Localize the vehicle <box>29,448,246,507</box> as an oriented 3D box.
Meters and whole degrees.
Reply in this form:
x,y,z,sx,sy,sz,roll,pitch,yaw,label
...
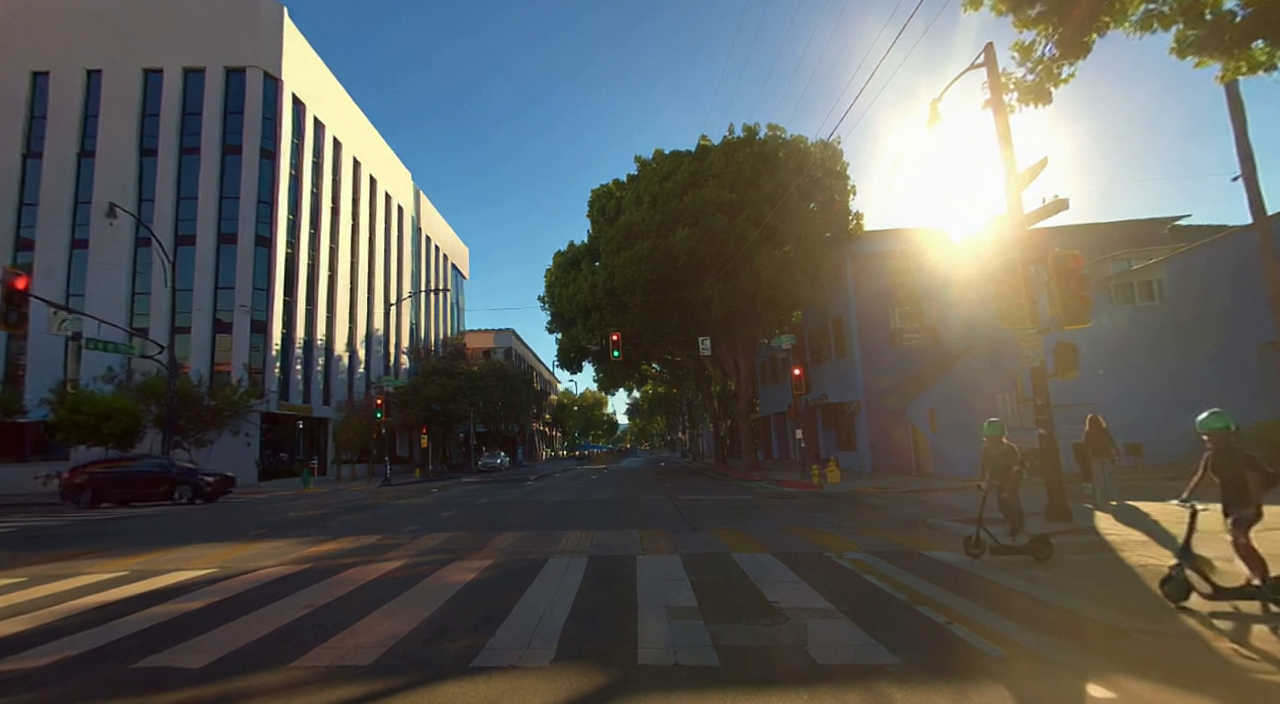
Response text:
x,y,z,sx,sy,sz,roll,pitch,yaw,label
-14.993,3.741,19.131,4.641,1.616,2.051,1,-8,-6,vehicle
